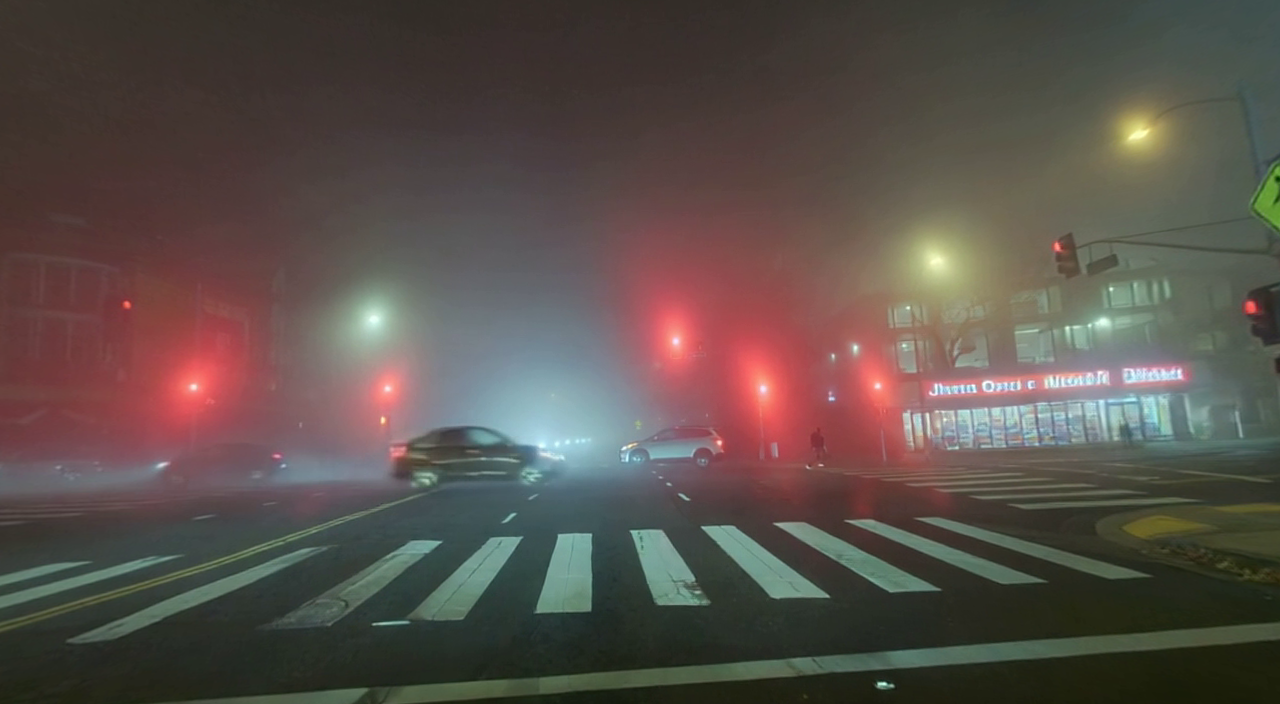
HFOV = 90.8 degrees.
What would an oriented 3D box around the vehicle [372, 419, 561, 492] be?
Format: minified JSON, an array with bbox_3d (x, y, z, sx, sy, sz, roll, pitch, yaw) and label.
[{"bbox_3d":[-4.298,2.641,16.333,4.446,1.714,1.830,1,-8,-7],"label":"vehicle"}]

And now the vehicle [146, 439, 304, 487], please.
[{"bbox_3d":[-15.473,4.152,23.811,4.513,1.682,1.810,1,-9,-8],"label":"vehicle"}]

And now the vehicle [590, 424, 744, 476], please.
[{"bbox_3d":[0.792,3.117,20.248,4.612,1.521,1.811,1,-9,-9],"label":"vehicle"}]

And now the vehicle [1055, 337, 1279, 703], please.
[{"bbox_3d":[3.018,0.610,0.878,1.866,1.654,4.354,0,-8,0],"label":"vehicle"}]

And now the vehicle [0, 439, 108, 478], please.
[{"bbox_3d":[-31.540,5.603,33.543,2.205,1.903,5.877,1,-9,-9],"label":"vehicle"}]
